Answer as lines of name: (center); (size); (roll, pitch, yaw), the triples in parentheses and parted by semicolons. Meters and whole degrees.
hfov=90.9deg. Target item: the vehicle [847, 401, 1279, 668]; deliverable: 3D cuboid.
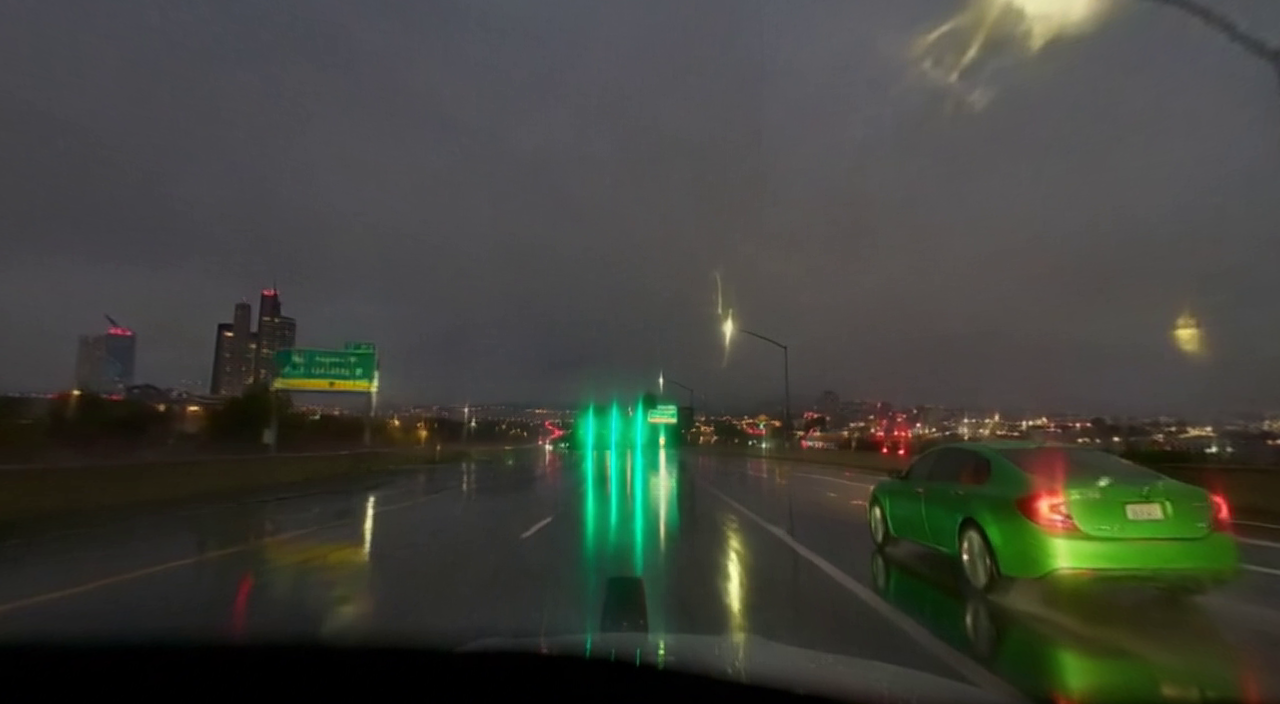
vehicle: (3.879, 1.429, 6.167); (2.104, 1.575, 4.698); (0, -8, 0)
